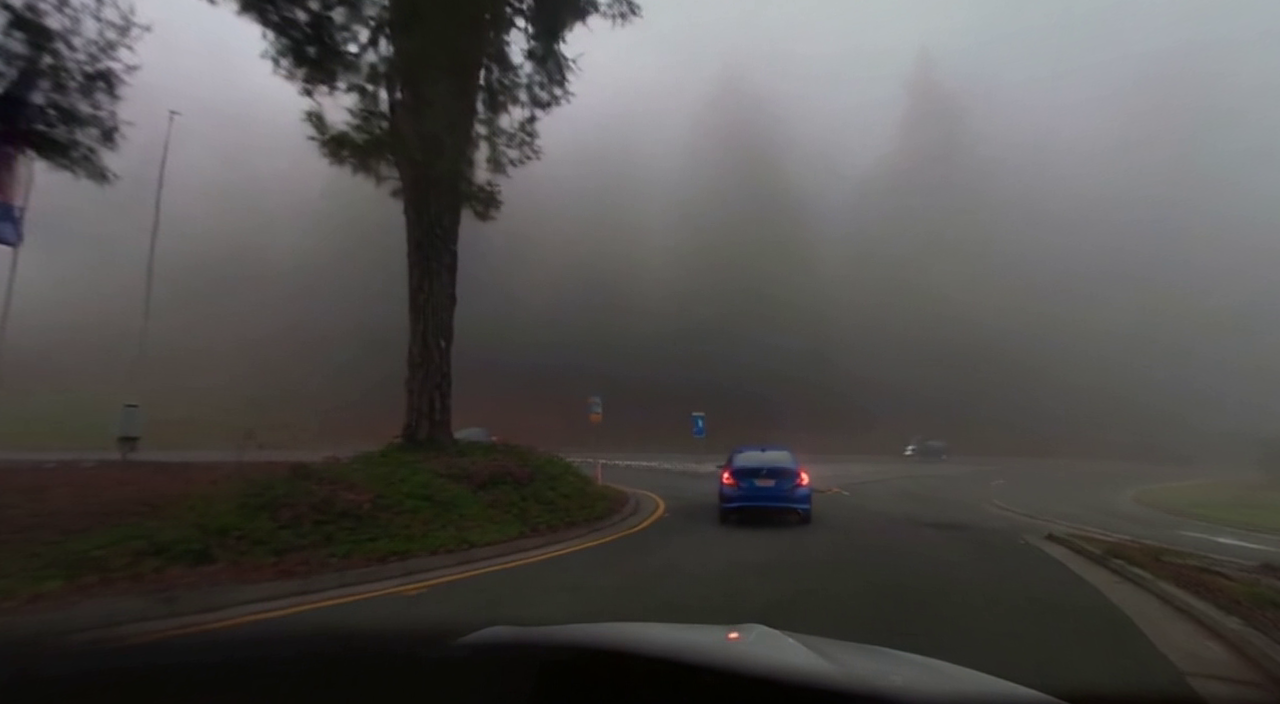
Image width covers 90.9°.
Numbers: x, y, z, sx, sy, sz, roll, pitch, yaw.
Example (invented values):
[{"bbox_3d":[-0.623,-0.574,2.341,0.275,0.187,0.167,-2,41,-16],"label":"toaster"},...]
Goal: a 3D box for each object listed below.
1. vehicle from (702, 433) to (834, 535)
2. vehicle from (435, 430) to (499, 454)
[{"bbox_3d":[2.458,2.478,12.310,2.078,1.607,4.010,-2,-10,11],"label":"vehicle"},{"bbox_3d":[-11.746,6.169,42.886,4.045,1.569,1.781,2,-10,-15],"label":"vehicle"}]
